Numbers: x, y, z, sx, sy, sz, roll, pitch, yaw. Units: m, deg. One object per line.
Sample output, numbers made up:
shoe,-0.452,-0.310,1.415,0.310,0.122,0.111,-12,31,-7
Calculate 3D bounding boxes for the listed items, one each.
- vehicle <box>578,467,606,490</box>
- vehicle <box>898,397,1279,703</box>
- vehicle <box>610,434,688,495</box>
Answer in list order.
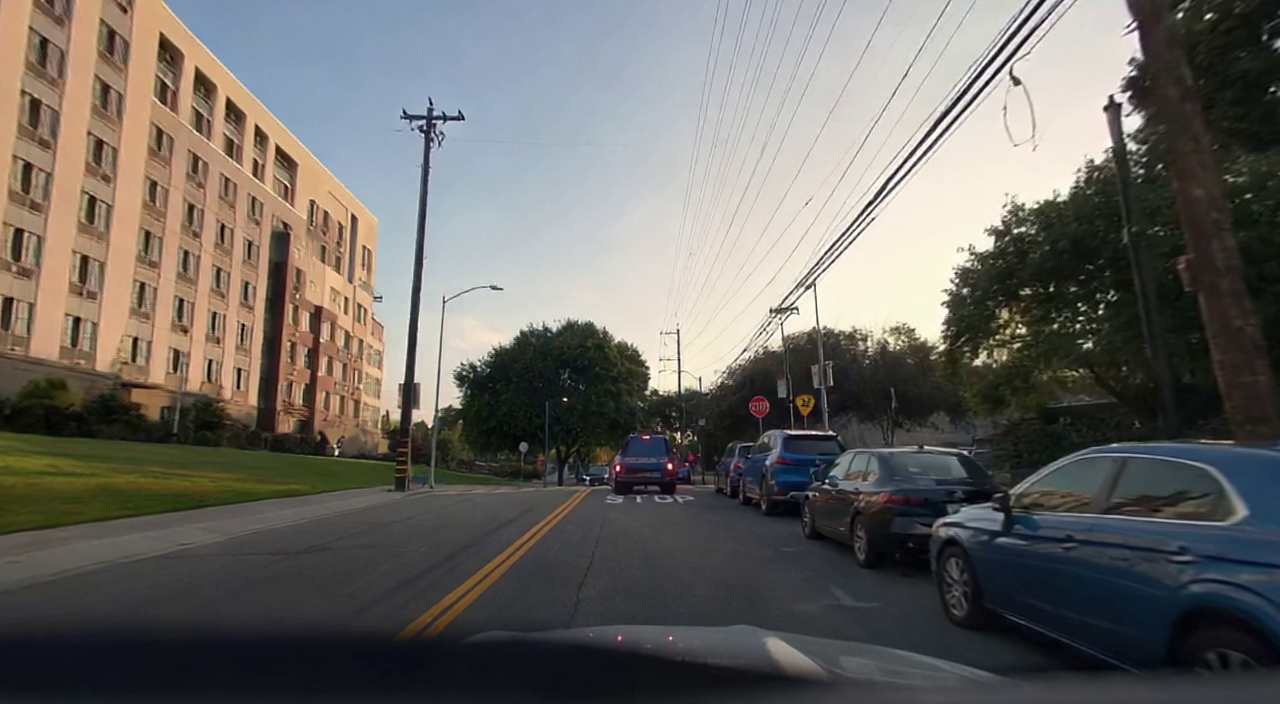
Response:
vehicle,-3.684,9.750,48.997,1.911,1.563,4.057,0,-8,-1
vehicle,3.358,1.144,3.531,2.041,1.581,4.089,0,-8,-1
vehicle,0.438,3.720,21.315,2.214,1.789,4.872,-1,-8,5
